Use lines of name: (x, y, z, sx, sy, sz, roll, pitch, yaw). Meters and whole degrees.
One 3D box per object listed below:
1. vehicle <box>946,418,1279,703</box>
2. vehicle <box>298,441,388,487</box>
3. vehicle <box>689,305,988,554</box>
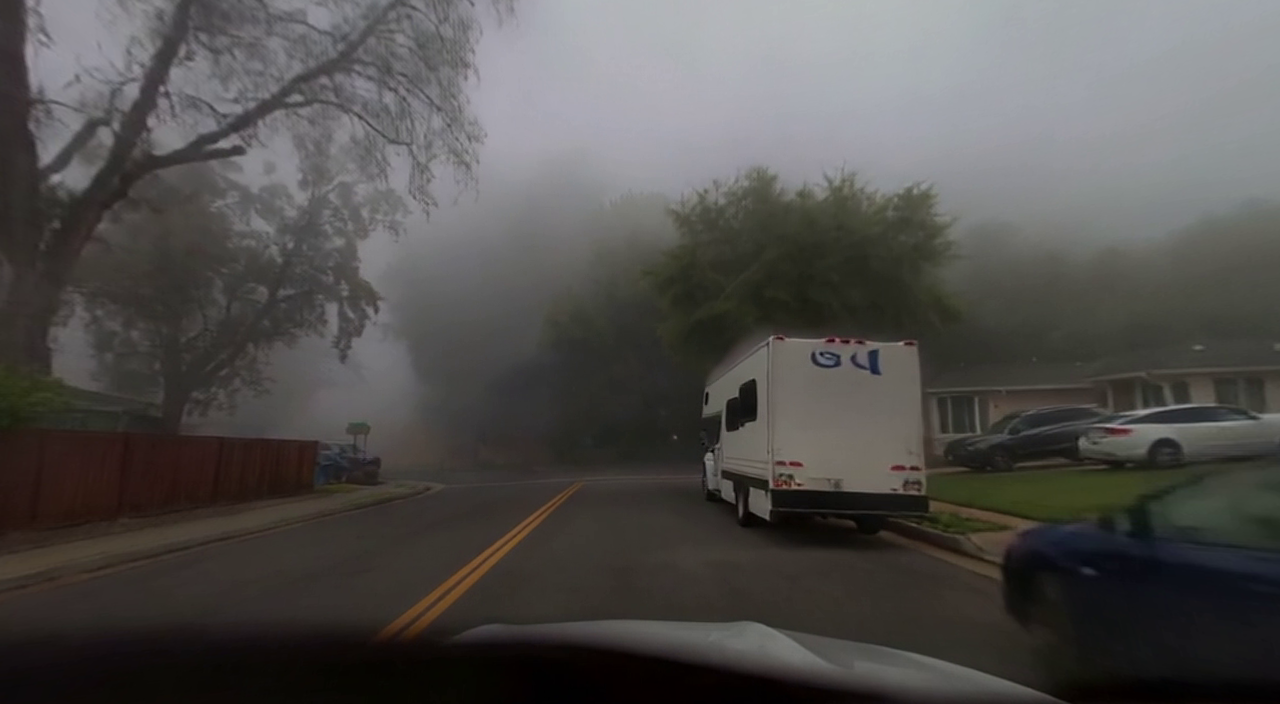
vehicle: (3.184, 0.919, 2.008, 1.870, 1.429, 4.743, 0, -8, -2)
vehicle: (-13.253, 5.006, 28.475, 2.111, 1.856, 4.803, 0, -9, -6)
vehicle: (2.907, 1.626, 12.721, 2.915, 3.243, 8.972, 0, -8, -1)
